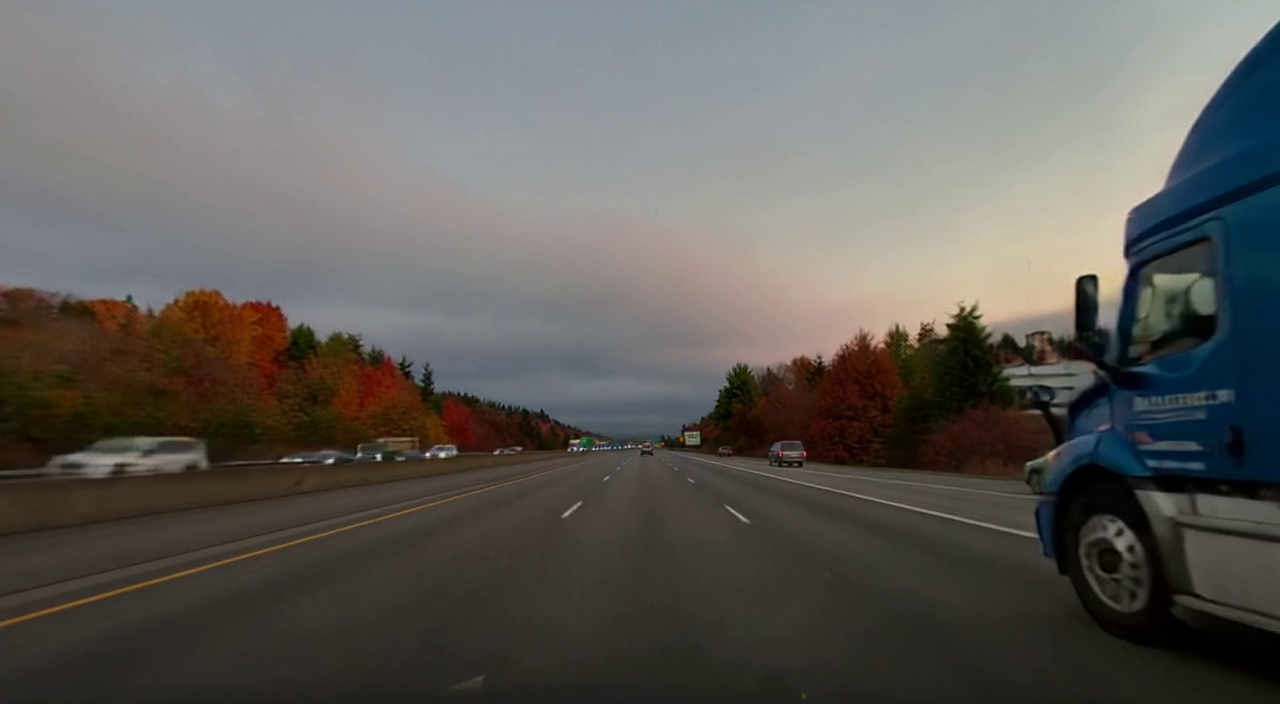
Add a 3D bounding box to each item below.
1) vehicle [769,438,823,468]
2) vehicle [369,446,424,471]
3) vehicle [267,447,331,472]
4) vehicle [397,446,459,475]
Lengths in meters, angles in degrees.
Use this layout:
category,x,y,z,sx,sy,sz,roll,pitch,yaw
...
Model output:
category,x,y,z,sx,sy,sz,roll,pitch,yaw
vehicle,10.102,6.584,40.950,2.034,1.770,4.637,0,-9,-4
vehicle,-15.435,6.762,39.968,1.805,1.517,3.947,-1,-9,1
vehicle,-22.501,7.086,41.507,1.881,1.500,4.069,-1,-9,1
vehicle,-11.688,5.997,34.805,1.874,1.489,4.402,0,-9,0
